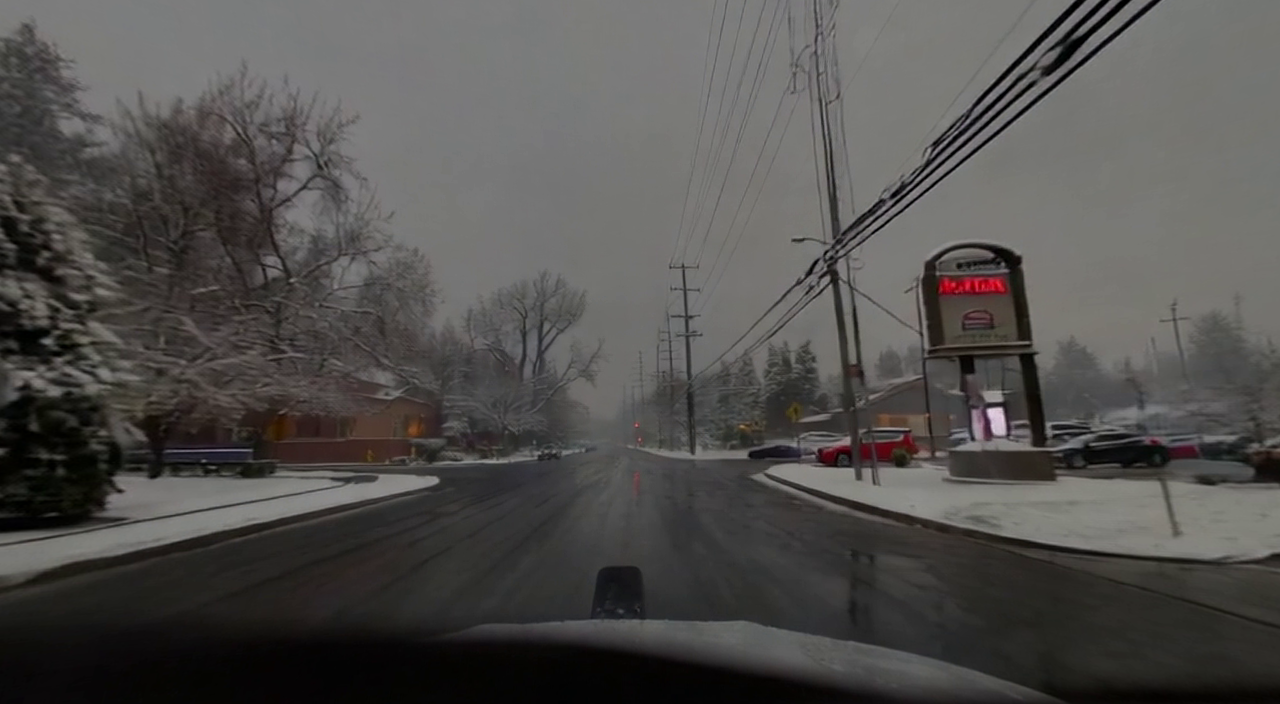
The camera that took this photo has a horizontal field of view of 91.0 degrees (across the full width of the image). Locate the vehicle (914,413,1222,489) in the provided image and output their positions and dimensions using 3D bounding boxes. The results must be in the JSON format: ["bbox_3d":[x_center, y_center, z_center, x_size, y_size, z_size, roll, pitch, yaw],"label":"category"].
[{"bbox_3d":[10.430,2.470,15.774,6.000,1.740,2.356,0,-8,-1],"label":"vehicle"}]

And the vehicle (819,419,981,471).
[{"bbox_3d":[10.477,3.804,25.754,5.593,1.993,2.233,0,-8,1],"label":"vehicle"}]
